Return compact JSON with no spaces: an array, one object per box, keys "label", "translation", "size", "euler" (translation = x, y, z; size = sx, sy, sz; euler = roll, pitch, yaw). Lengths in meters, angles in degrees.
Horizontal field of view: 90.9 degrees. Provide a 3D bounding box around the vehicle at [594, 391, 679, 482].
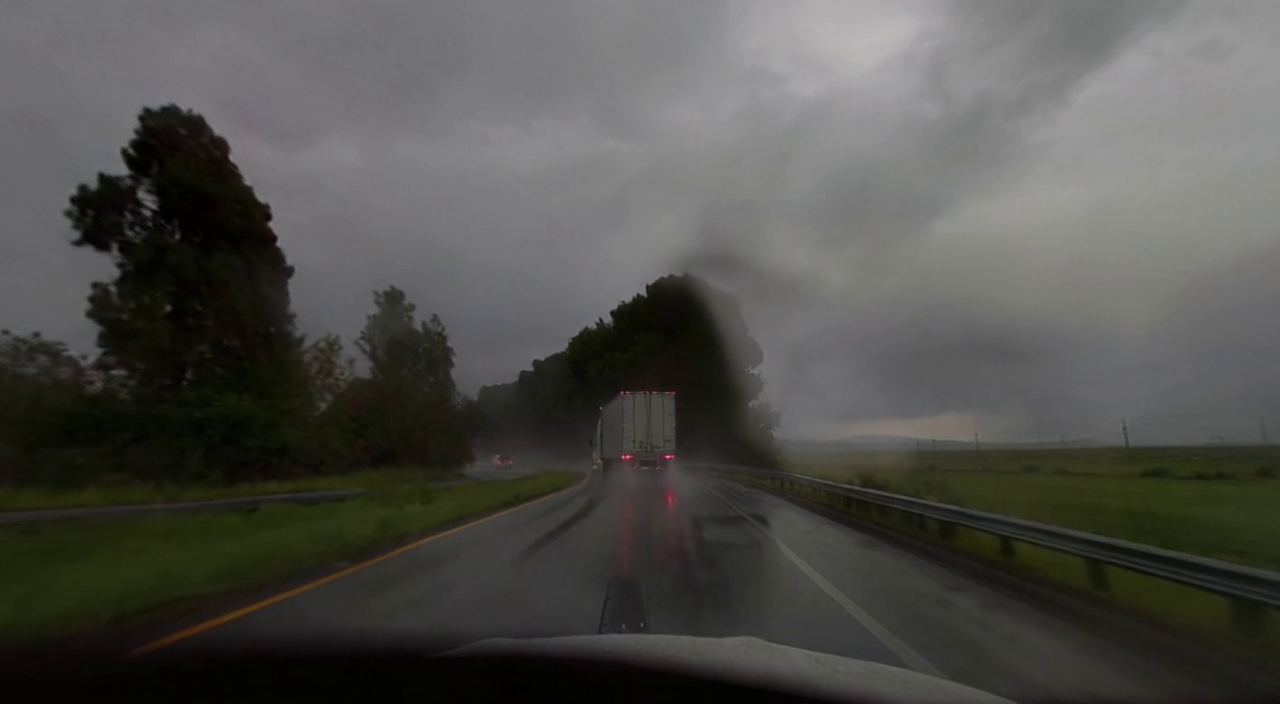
[{"label":"vehicle","translation":[-0.607,4.946,36.399],"size":[3.087,4.178,13.682],"euler":[2,-8,-8]}]
